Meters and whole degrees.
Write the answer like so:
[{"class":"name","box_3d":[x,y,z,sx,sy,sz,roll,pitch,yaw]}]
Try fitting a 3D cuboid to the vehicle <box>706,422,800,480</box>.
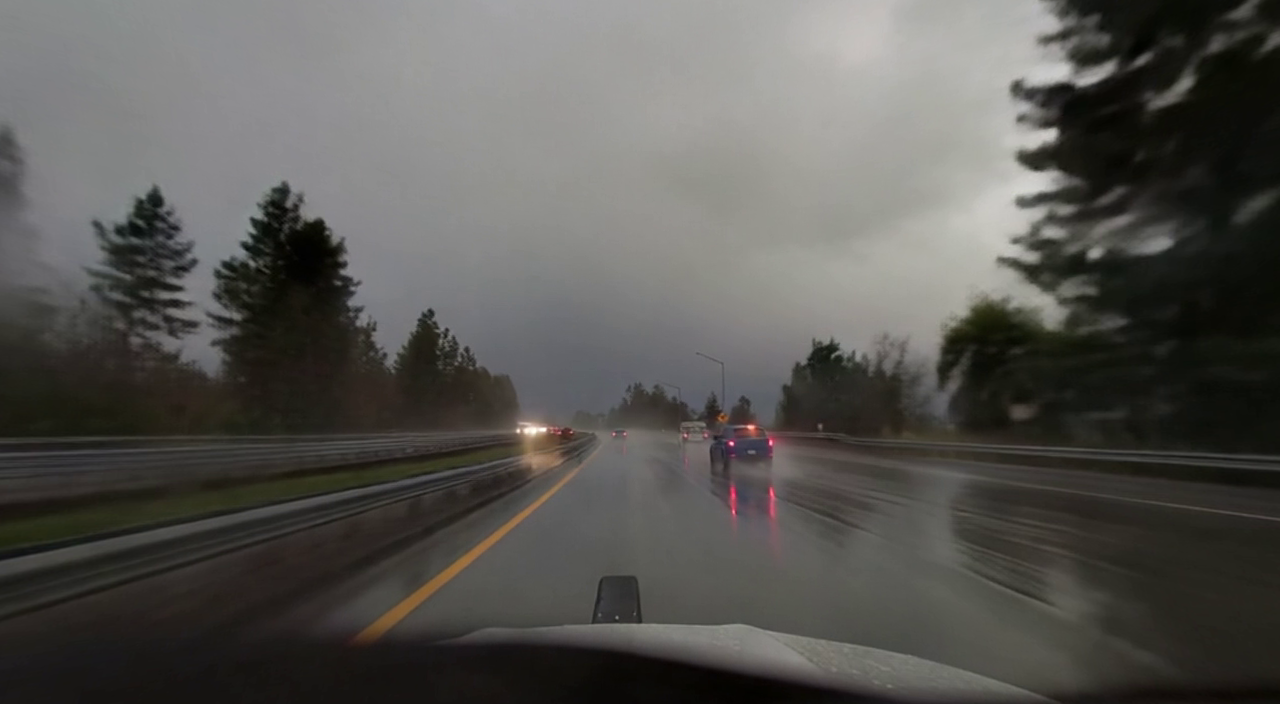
[{"class":"vehicle","box_3d":[3.309,2.994,19.315,2.002,1.569,3.845,0,-8,-3]}]
